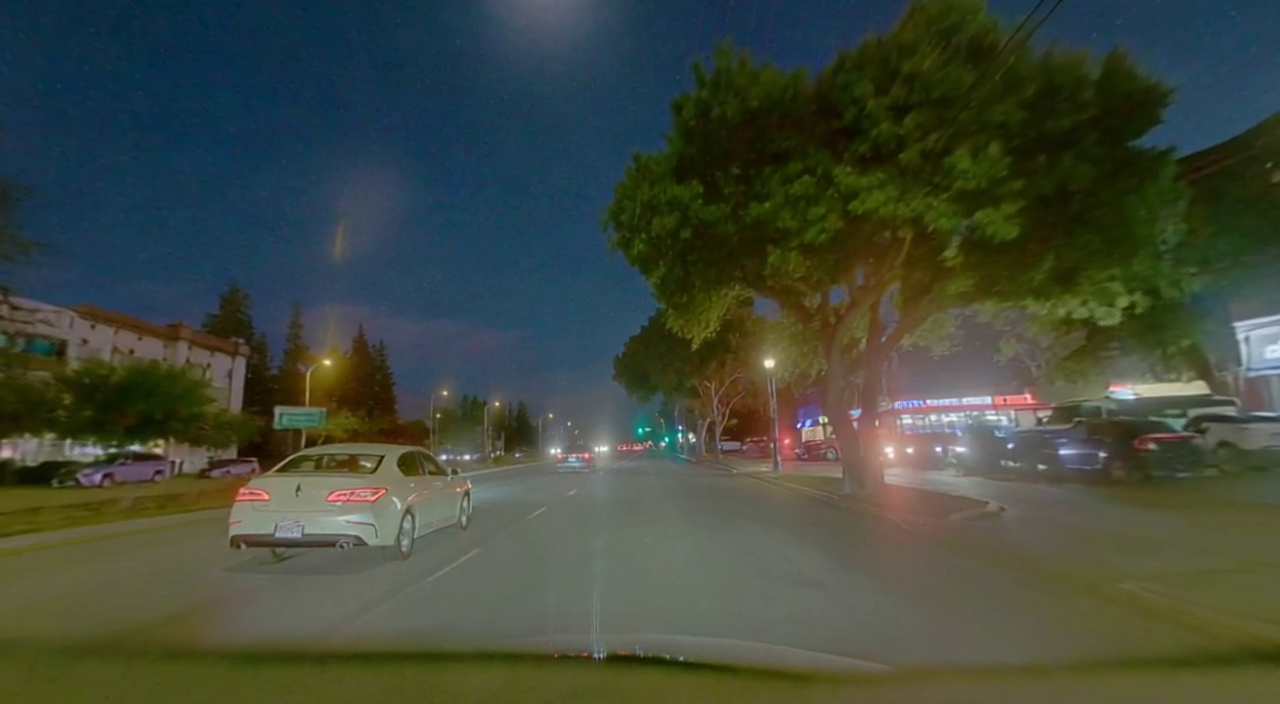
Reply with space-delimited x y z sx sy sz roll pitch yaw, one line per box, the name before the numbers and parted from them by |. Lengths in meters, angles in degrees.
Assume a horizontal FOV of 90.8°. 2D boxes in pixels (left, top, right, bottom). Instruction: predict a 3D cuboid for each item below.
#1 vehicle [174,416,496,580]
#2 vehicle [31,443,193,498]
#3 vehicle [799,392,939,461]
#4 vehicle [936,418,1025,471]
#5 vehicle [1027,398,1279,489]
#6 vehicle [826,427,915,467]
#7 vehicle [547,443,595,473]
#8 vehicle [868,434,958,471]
vehicle | -3.651 1.838 8.795 2.126 1.655 4.560 0 -9 1
vehicle | -25.524 5.690 31.048 2.214 2.238 6.591 -4 -9 1
vehicle | 15.547 5.161 43.407 8.300 4.310 2.832 -2 -9 1
vehicle | 14.797 4.001 27.358 2.031 2.064 4.681 -9 -12 43
vehicle | 12.688 2.344 16.154 2.222 1.922 5.164 0 -9 0
vehicle | 11.880 4.875 32.338 5.297 1.843 2.097 8 -12 -44
vehicle | -3.573 5.551 33.324 1.955 1.461 4.396 0 -9 1
vehicle | 12.311 4.476 28.374 2.090 1.501 4.732 -8 -12 43
